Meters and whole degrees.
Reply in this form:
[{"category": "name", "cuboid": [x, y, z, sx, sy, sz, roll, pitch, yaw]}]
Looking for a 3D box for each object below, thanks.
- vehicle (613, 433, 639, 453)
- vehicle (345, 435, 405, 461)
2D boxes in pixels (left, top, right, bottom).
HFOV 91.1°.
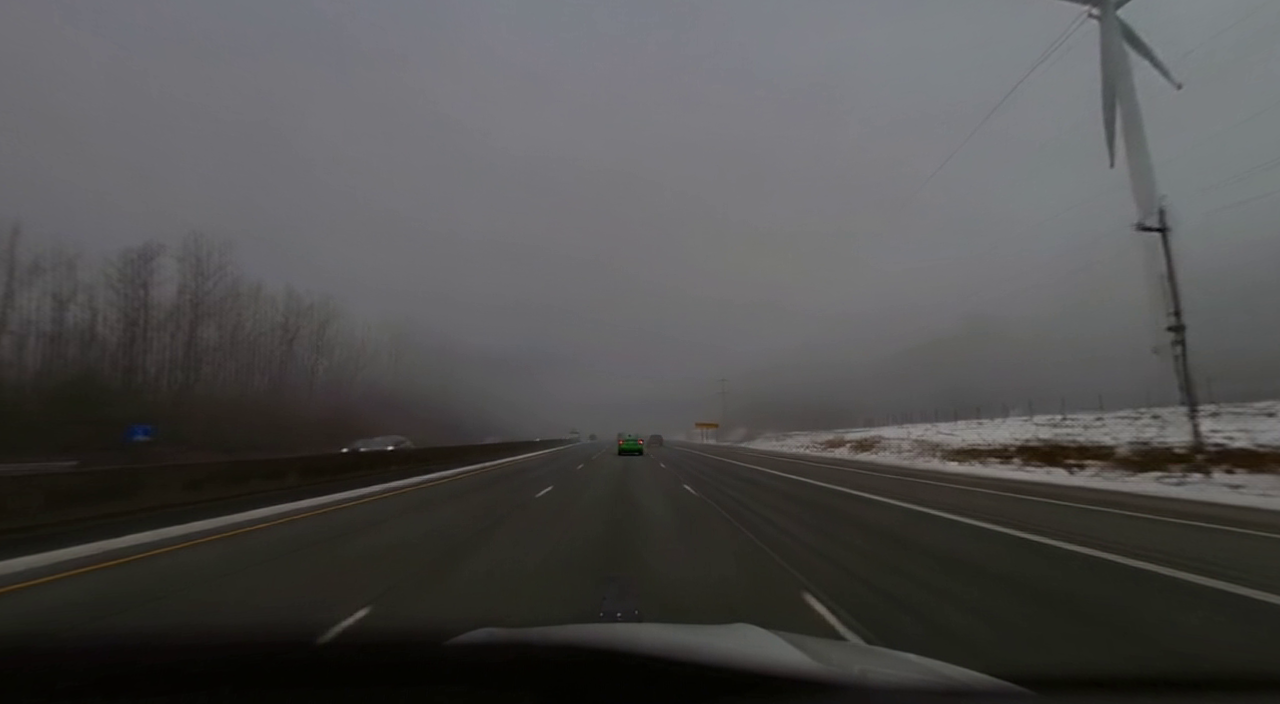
[{"category": "vehicle", "cuboid": [-1.082, 7.054, 48.805, 1.892, 1.496, 3.575, 0, -8, -2]}, {"category": "vehicle", "cuboid": [-16.810, 6.075, 40.113, 1.900, 1.576, 4.554, 0, -8, -1]}]
